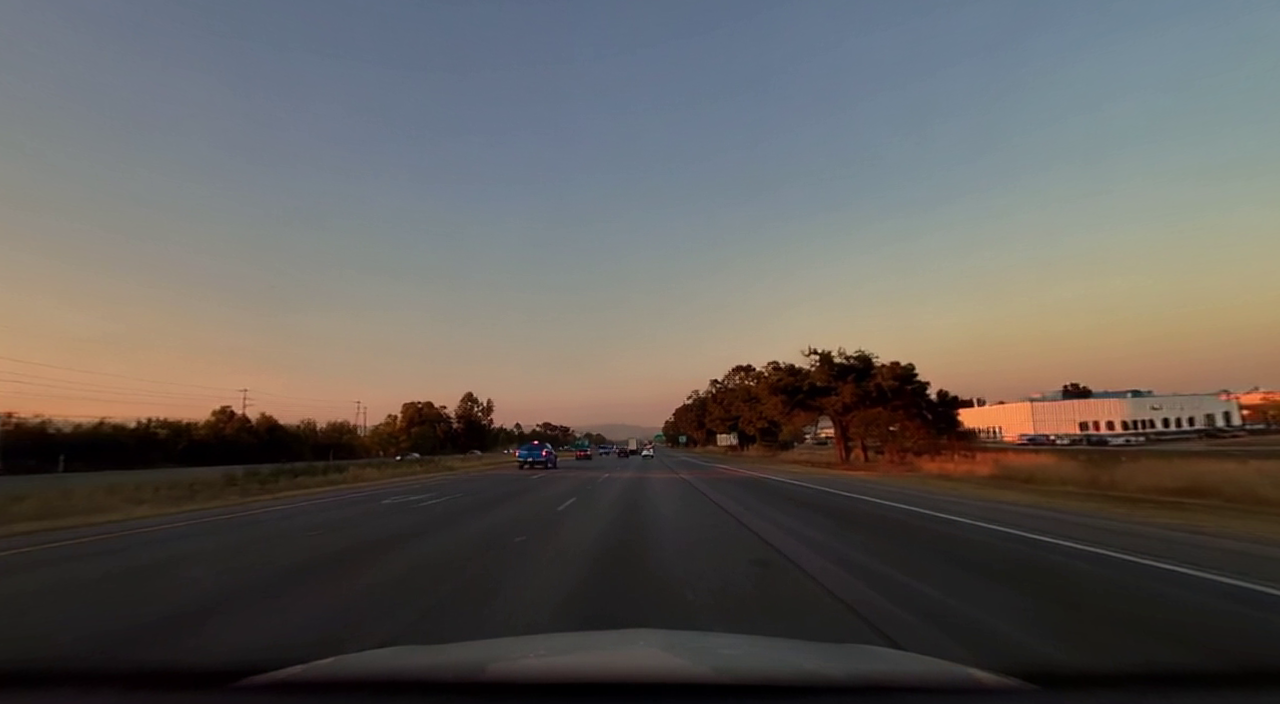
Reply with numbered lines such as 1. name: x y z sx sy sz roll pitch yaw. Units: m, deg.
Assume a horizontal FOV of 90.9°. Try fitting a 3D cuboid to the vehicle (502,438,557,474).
1. vehicle: -6.389 6.121 37.329 2.156 1.911 5.956 0 -8 0
